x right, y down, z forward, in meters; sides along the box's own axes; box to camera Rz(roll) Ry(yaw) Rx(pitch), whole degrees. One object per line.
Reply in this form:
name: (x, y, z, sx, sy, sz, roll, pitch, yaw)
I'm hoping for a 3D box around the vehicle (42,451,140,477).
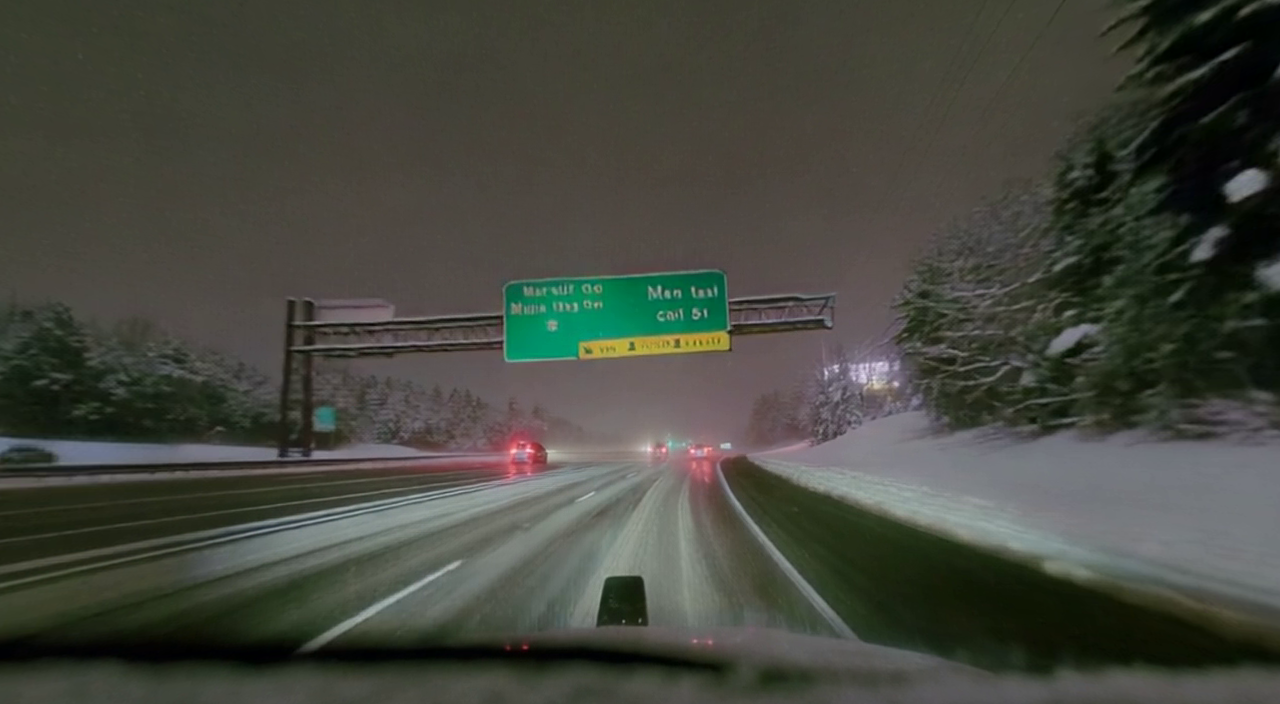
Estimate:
vehicle: (-34.560, 7.032, 39.708, 1.876, 1.480, 4.408, -2, -8, 9)
